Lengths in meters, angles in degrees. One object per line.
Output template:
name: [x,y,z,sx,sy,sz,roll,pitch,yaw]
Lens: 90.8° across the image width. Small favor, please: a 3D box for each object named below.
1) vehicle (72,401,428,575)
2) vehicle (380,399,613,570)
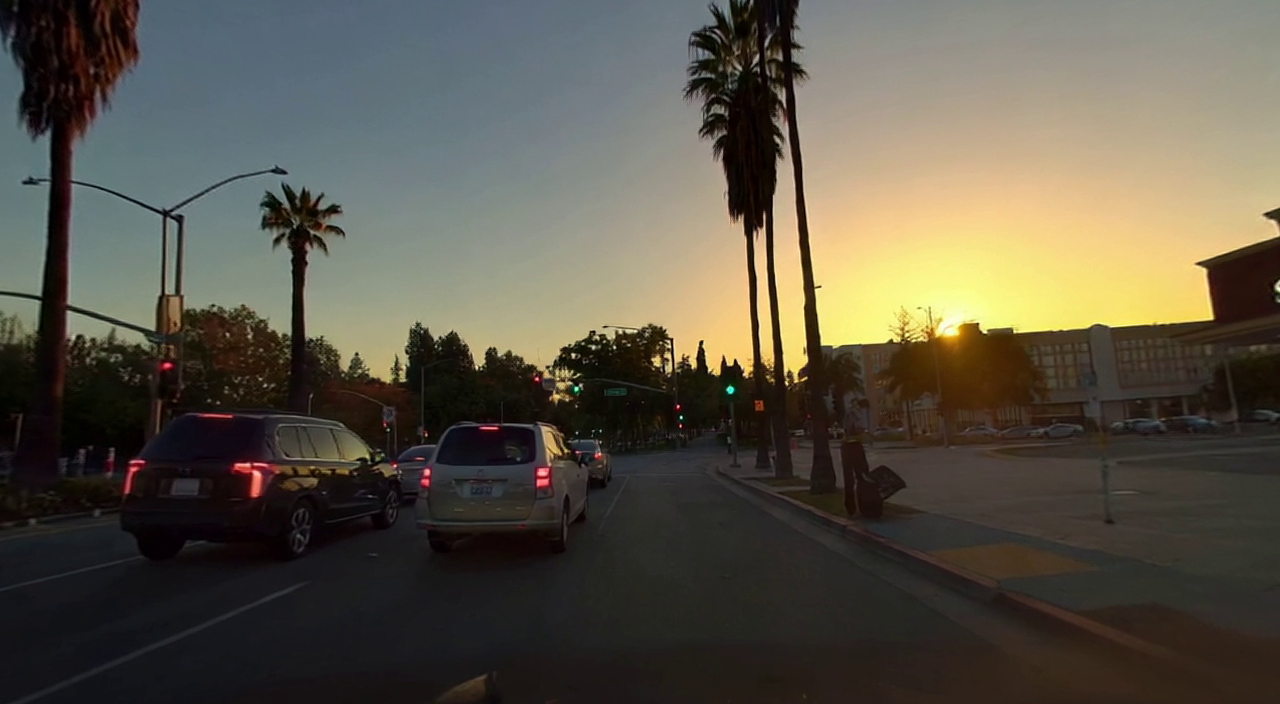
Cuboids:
vehicle: [-5.021,1.826,9.264,2.025,1.862,4.804,0,-9,1]
vehicle: [-1.584,1.705,8.804,2.153,1.759,4.320,0,-9,1]
